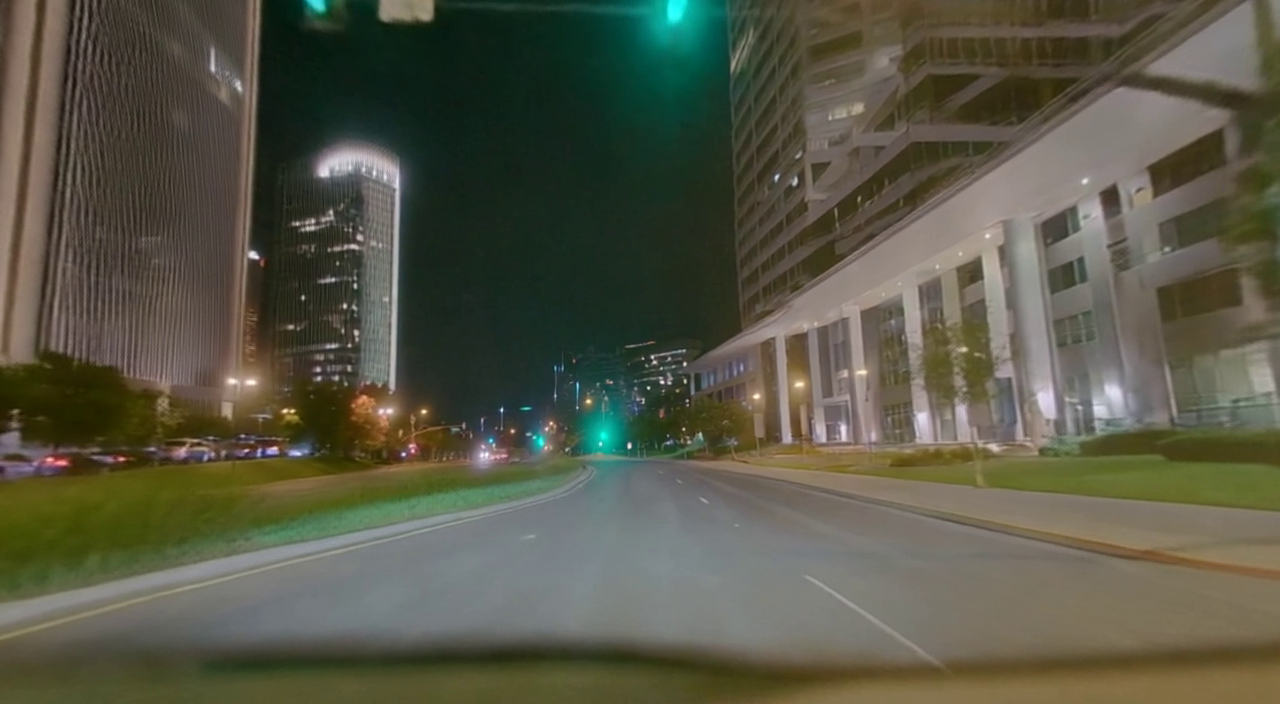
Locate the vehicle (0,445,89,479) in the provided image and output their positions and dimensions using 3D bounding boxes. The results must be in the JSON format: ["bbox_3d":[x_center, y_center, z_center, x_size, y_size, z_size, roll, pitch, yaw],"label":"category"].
[{"bbox_3d":[-29.067,5.108,29.388,4.652,1.489,1.992,0,-8,-2],"label":"vehicle"}]
